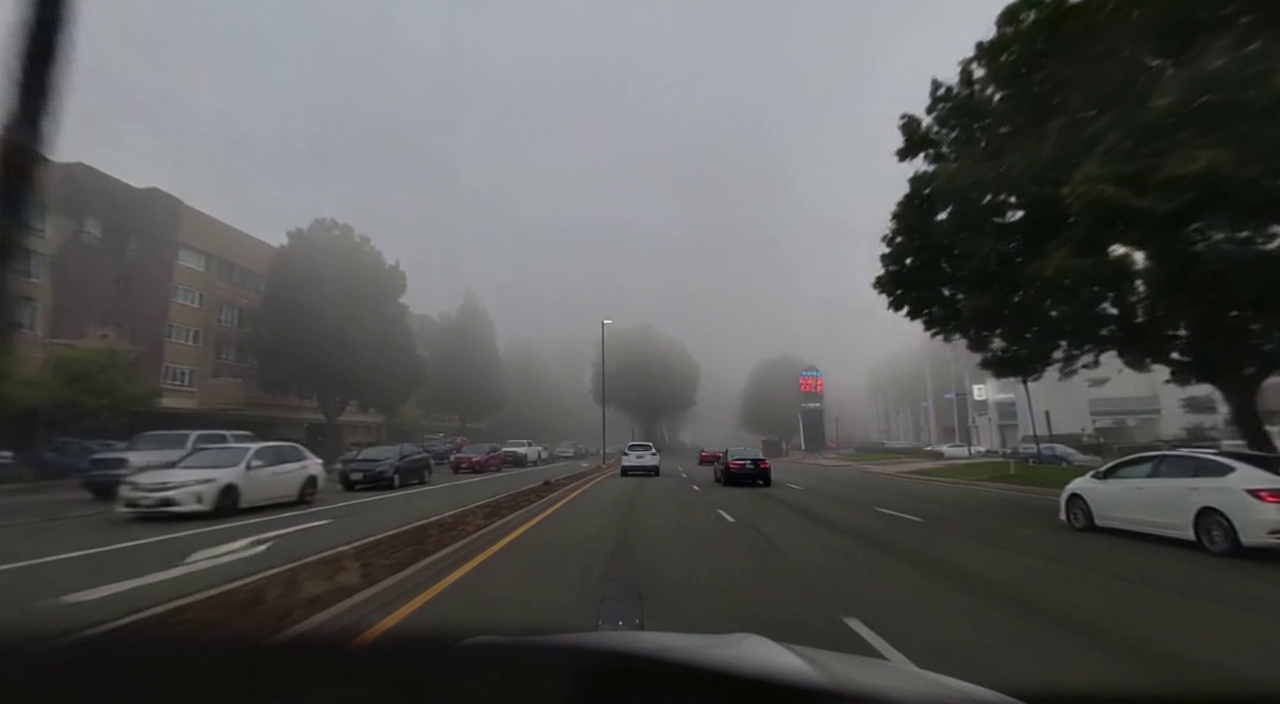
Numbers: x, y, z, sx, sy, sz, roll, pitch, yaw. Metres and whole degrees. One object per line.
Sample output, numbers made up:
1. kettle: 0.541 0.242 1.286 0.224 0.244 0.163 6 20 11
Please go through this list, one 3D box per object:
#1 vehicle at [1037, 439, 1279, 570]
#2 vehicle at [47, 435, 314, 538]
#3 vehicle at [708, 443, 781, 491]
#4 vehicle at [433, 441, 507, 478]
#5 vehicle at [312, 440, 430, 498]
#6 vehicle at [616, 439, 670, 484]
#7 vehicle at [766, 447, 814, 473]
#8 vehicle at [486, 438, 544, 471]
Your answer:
1. vehicle: 8.176 2.020 9.089 1.909 1.456 4.569 0 -9 0
2. vehicle: -8.495 2.483 12.303 2.076 1.595 4.110 -1 -8 0
3. vehicle: 3.534 3.946 22.042 1.852 1.498 3.825 0 -9 -1
4. vehicle: -8.452 5.391 31.946 2.183 1.706 4.862 0 -9 2
5. vehicle: -8.748 3.798 21.027 1.953 1.647 4.401 -2 -8 1
6. vehicle: 0.165 4.519 26.363 2.101 1.694 3.979 0 -9 1
7. vehicle: 9.058 6.522 38.495 1.860 1.475 4.488 0 -9 1
8. vehicle: -7.909 6.579 40.633 2.460 1.970 5.271 -1 -9 3
